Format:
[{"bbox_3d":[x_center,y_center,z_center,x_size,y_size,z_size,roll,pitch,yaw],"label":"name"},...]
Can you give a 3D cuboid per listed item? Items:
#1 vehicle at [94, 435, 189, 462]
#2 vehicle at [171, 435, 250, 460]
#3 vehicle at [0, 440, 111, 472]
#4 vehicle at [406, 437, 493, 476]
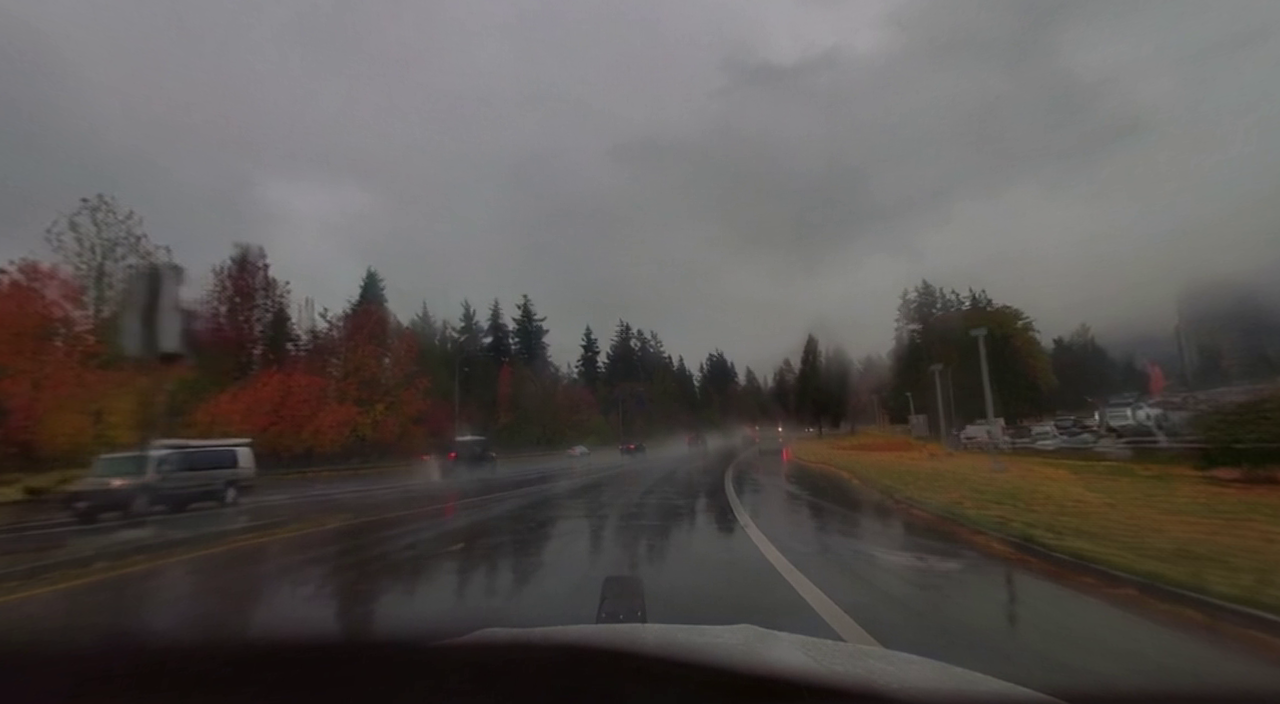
[{"bbox_3d":[-35.407,6.876,44.914,1.938,1.773,4.945,-2,-9,15],"label":"vehicle"},{"bbox_3d":[-33.865,7.552,49.848,1.995,1.819,4.955,-2,-9,15],"label":"vehicle"},{"bbox_3d":[-36.721,6.575,39.582,2.002,1.807,4.962,-4,-10,14],"label":"vehicle"},{"bbox_3d":[-10.815,5.978,36.239,2.368,2.012,5.021,-2,-9,15],"label":"vehicle"}]
